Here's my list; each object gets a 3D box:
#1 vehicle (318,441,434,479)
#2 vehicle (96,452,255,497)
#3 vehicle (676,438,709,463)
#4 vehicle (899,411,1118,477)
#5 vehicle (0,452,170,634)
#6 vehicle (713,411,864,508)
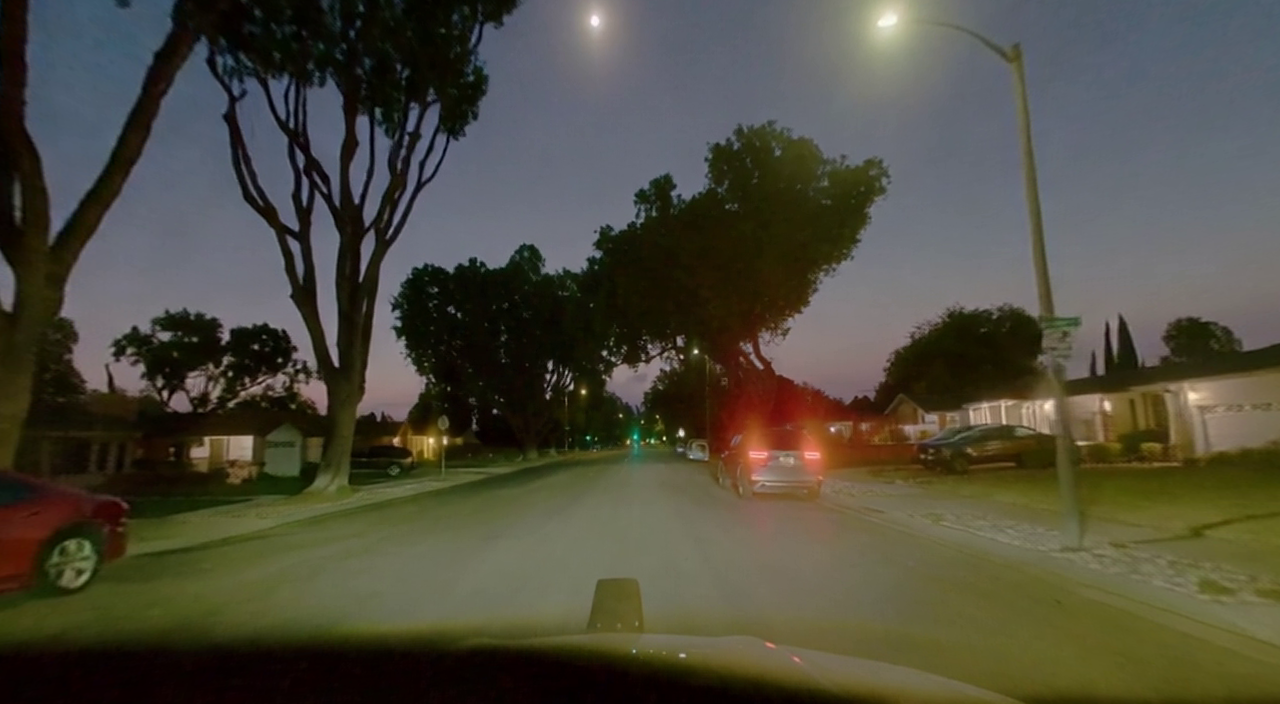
[{"bbox_3d":[-13.124,5.396,31.635,4.928,1.797,1.981,-1,-8,2],"label":"vehicle"},{"bbox_3d":[-16.147,4.251,22.089,4.276,1.463,1.832,-1,-8,7],"label":"vehicle"},{"bbox_3d":[3.466,6.546,42.295,2.016,1.567,4.228,-1,-8,2],"label":"vehicle"},{"bbox_3d":[10.496,2.702,18.479,5.041,1.486,1.969,-6,-9,13],"label":"vehicle"},{"bbox_3d":[-6.241,1.603,4.768,2.099,1.399,4.357,-4,-7,0],"label":"vehicle"},{"bbox_3d":[3.208,2.459,14.942,2.241,1.875,5.059,0,-8,-1],"label":"vehicle"}]
